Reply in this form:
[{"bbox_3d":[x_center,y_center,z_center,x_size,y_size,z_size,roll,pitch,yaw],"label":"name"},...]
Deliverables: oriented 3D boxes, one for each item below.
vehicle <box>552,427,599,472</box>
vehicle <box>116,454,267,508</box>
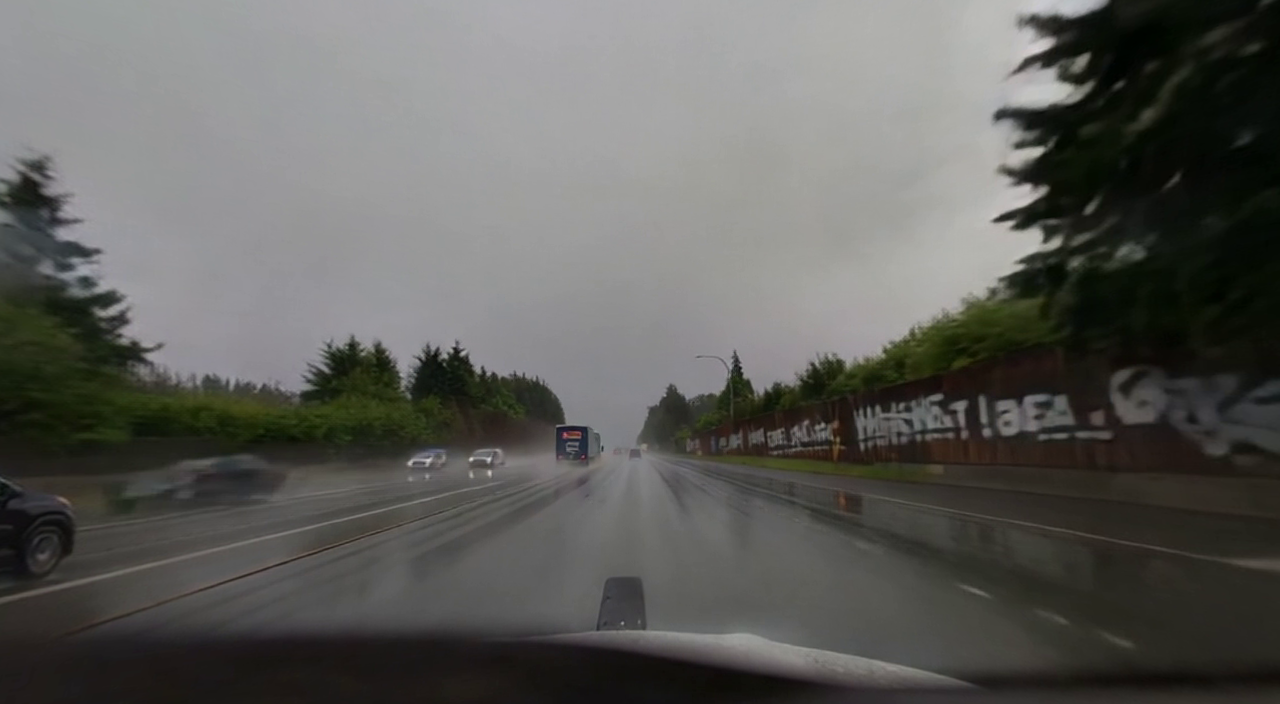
[{"bbox_3d":[-3.850,5.985,38.753,2.305,2.517,5.486,0,-9,0],"label":"vehicle"},{"bbox_3d":[-13.383,3.822,19.100,1.849,1.408,3.676,0,-9,0],"label":"vehicle"}]
